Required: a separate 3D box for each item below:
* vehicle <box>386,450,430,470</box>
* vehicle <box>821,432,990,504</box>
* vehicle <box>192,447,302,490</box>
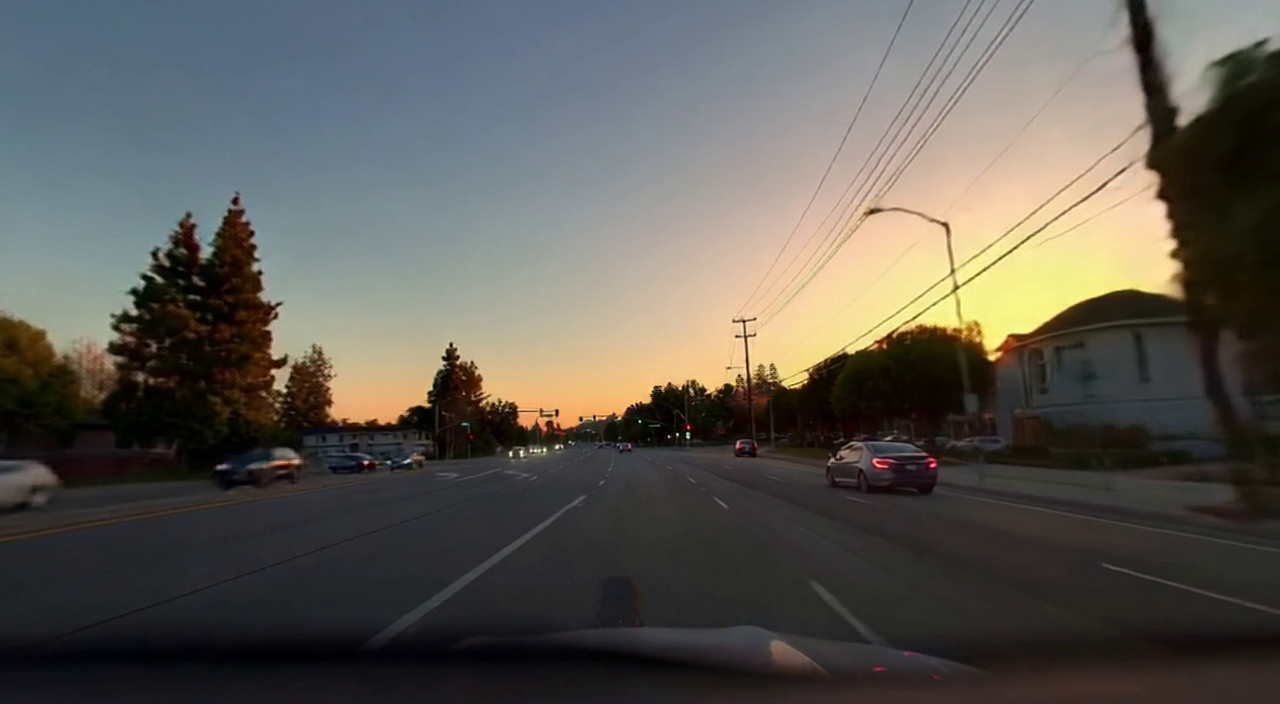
[{"bbox_3d":[-17.709,8.259,48.419,1.886,1.446,4.265,0,-9,-2],"label":"vehicle"},{"bbox_3d":[6.375,2.840,15.901,2.113,1.520,4.650,0,-8,-2],"label":"vehicle"},{"bbox_3d":[-17.071,5.041,27.783,1.937,1.676,4.718,0,-8,-2],"label":"vehicle"}]
